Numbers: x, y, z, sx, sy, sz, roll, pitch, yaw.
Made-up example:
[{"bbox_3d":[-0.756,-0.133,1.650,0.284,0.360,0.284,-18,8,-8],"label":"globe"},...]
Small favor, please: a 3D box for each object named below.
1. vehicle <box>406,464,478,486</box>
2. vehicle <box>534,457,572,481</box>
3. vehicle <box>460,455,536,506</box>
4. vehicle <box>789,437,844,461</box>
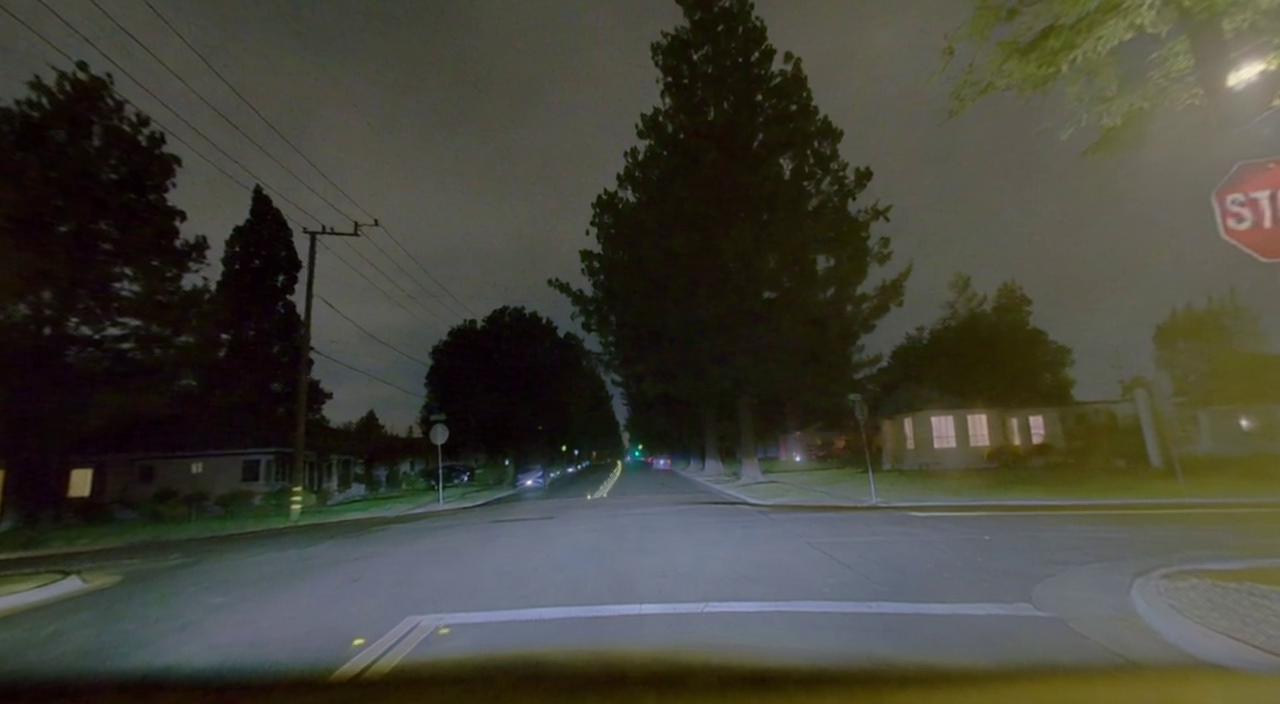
[{"bbox_3d":[-14.183,8.825,45.308,4.601,1.486,1.876,-2,-9,12],"label":"vehicle"},{"bbox_3d":[-6.536,8.870,48.038,2.133,1.525,4.401,-4,-9,1],"label":"vehicle"},{"bbox_3d":[-6.207,5.649,28.144,2.149,1.823,4.613,-6,-9,1],"label":"vehicle"},{"bbox_3d":[12.404,6.854,44.597,3.563,1.551,1.916,-2,-9,12],"label":"vehicle"}]
